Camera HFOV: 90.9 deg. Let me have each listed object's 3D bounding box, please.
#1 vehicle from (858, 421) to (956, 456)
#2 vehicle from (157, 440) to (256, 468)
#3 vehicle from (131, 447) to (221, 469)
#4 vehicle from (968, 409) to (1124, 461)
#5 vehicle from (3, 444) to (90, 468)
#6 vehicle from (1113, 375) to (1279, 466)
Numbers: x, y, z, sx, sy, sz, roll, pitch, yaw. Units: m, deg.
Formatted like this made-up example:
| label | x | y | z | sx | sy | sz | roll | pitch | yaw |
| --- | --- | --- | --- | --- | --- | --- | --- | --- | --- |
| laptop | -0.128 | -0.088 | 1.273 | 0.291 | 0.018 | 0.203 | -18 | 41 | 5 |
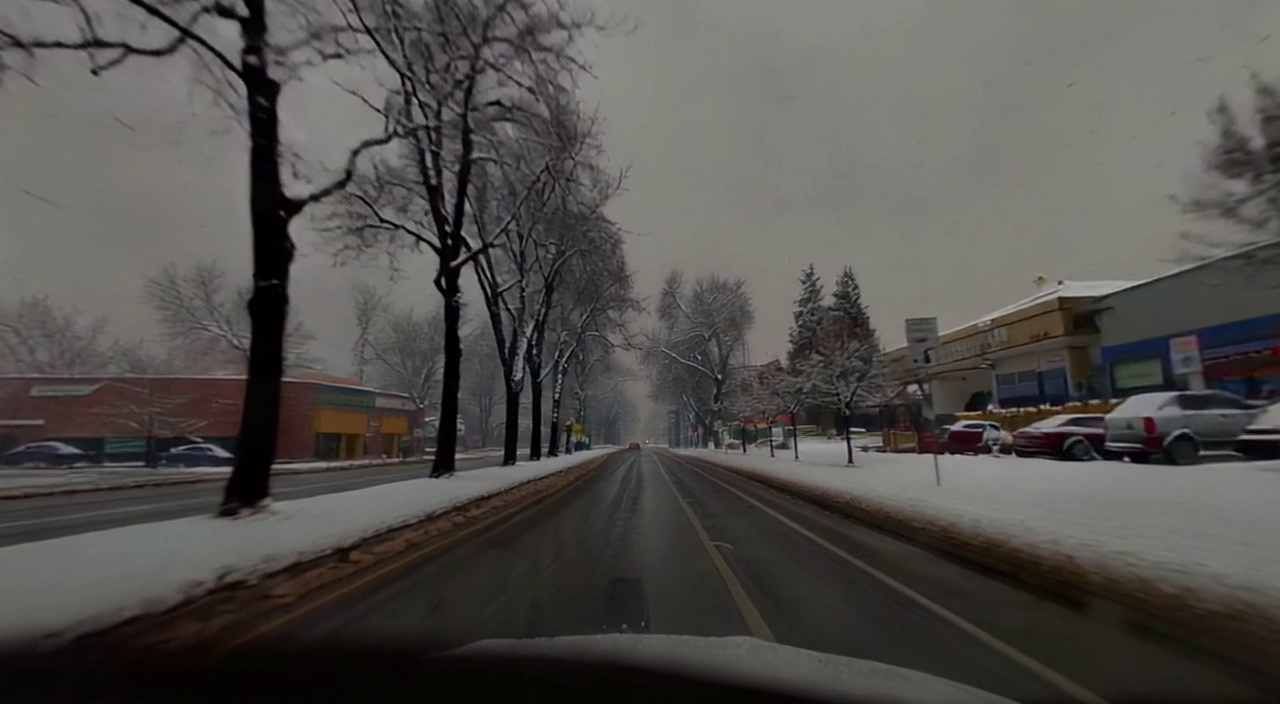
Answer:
| label | x | y | z | sx | sy | sz | roll | pitch | yaw |
| --- | --- | --- | --- | --- | --- | --- | --- | --- | --- |
| vehicle | 13.362 | 4.332 | 31.670 | 3.953 | 1.492 | 1.921 | -3 | -7 | -1 |
| vehicle | -30.722 | 7.251 | 44.796 | 5.435 | 1.920 | 2.245 | 0 | -8 | 3 |
| vehicle | -30.719 | 6.996 | 41.775 | 4.448 | 1.430 | 1.888 | 0 | -8 | 1 |
| vehicle | 12.934 | 2.667 | 20.247 | 3.686 | 1.428 | 1.802 | -3 | -7 | 0 |
| vehicle | -43.999 | 7.731 | 46.815 | 4.359 | 1.748 | 1.976 | 0 | -8 | -1 |
| vehicle | 12.779 | 1.428 | 12.845 | 4.469 | 1.709 | 2.098 | 0 | -8 | 2 |
